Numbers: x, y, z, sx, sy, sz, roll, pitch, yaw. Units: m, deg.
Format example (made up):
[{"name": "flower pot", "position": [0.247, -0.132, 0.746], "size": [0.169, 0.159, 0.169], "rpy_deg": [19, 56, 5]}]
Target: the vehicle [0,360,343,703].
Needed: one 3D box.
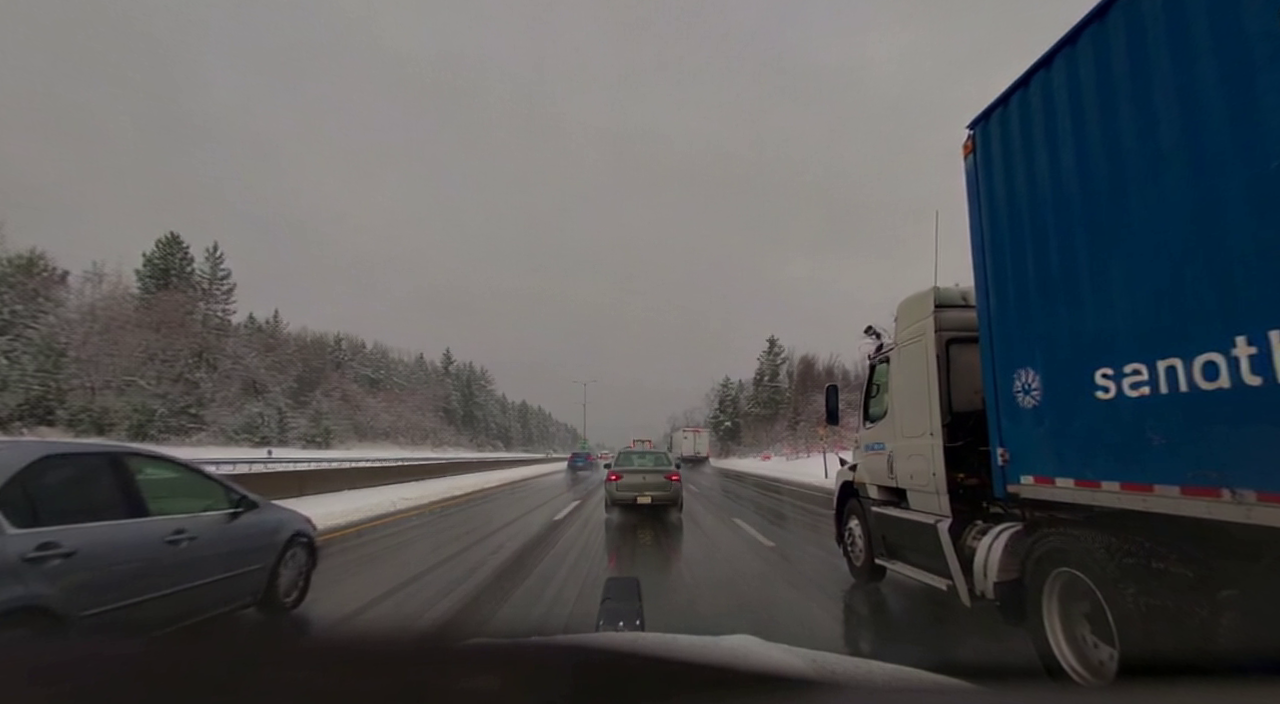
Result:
[{"name": "vehicle", "position": [-3.477, 0.936, 2.825], "size": [1.985, 1.671, 4.604], "rpy_deg": [0, -9, 1]}]

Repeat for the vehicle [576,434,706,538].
[{"name": "vehicle", "position": [0.005, 2.324, 11.444], "size": [1.973, 1.574, 3.426], "rpy_deg": [0, -9, 0]}]
